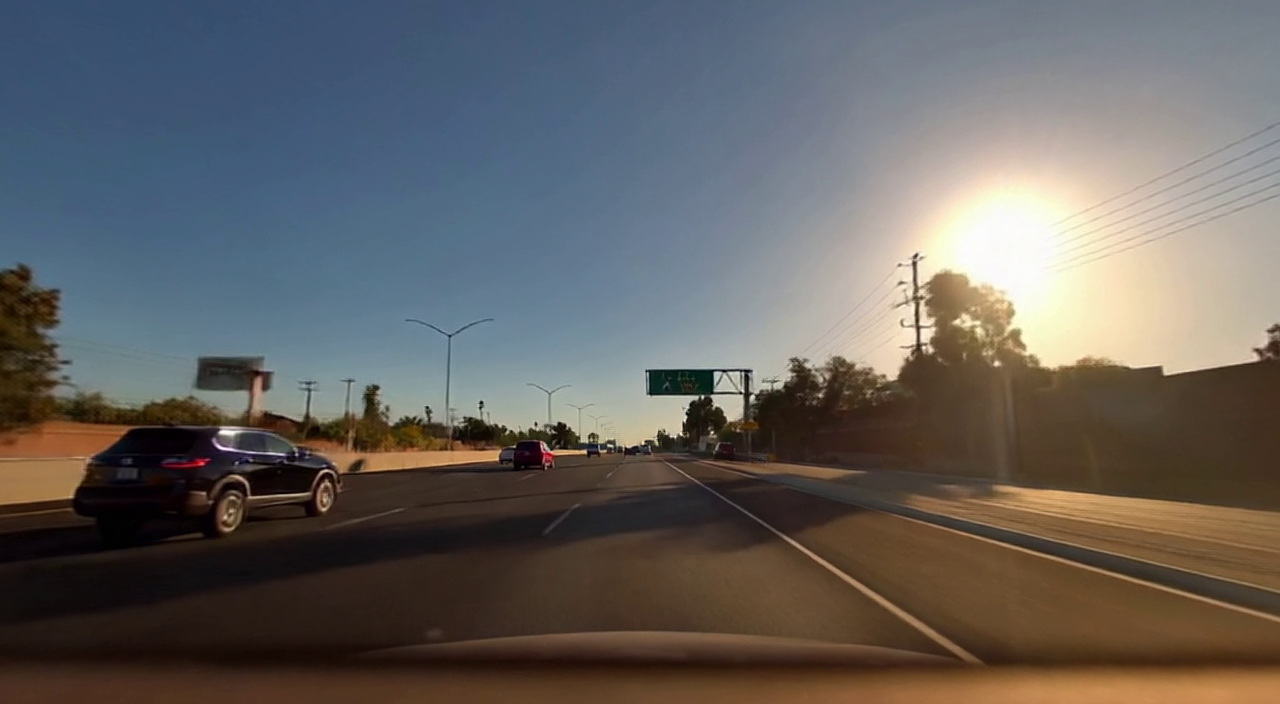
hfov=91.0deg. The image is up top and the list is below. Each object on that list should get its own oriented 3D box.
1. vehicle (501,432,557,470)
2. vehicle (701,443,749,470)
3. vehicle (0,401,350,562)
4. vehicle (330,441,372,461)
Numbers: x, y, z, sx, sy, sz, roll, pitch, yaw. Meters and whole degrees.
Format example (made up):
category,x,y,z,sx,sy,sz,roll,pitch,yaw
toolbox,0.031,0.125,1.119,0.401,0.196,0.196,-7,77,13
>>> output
category,x,y,z,sx,sy,sz,roll,pitch,yaw
vehicle,-6.202,5.620,35.854,2.255,1.934,4.868,0,-9,0
vehicle,5.025,6.257,37.850,2.251,1.520,4.550,1,-9,-1
vehicle,-6.357,1.731,9.080,2.058,1.698,4.567,0,-9,1
vehicle,-22.419,7.691,48.930,1.553,1.427,3.557,0,-9,0
